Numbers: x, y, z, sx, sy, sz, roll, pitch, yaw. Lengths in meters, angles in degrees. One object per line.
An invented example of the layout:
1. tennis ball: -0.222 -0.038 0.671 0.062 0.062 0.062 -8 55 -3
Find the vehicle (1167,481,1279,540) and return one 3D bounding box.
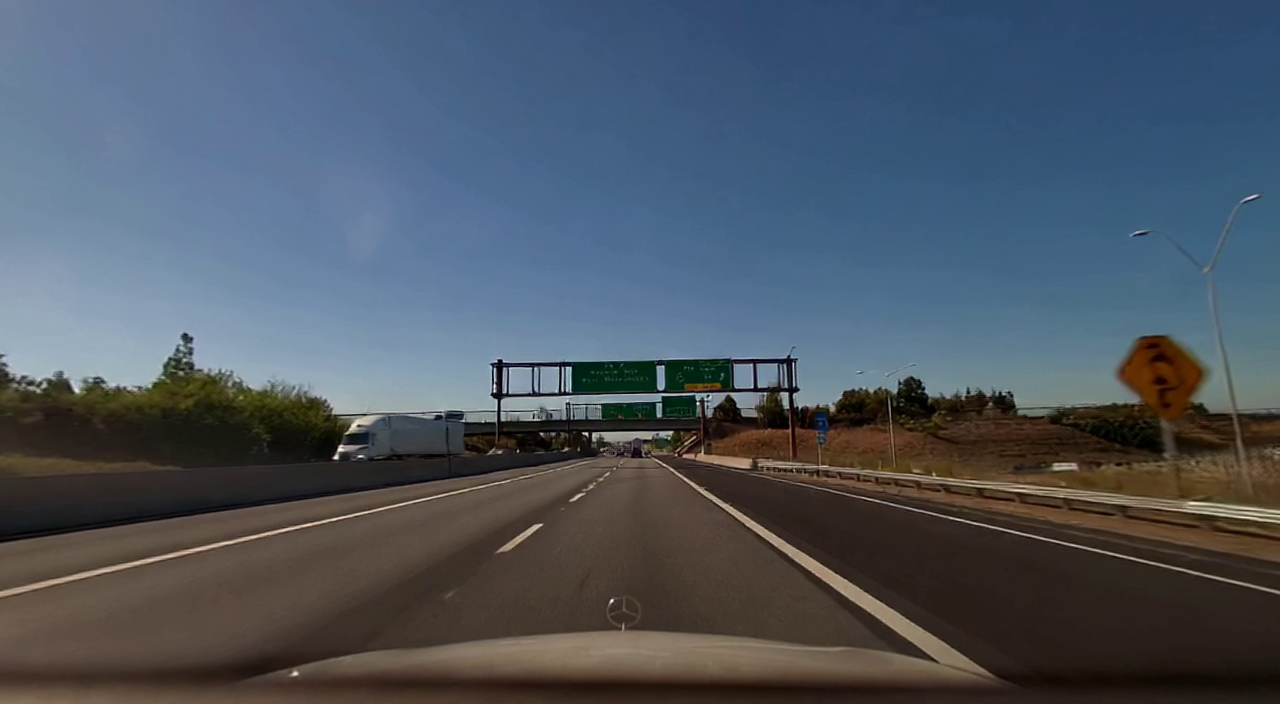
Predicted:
1. vehicle: 44.057 11.179 44.492 2.925 3.530 10.591 0 -9 -11

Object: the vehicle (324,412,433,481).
1. vehicle: -17.045 6.345 42.141 3.044 3.972 10.003 0 -9 0
